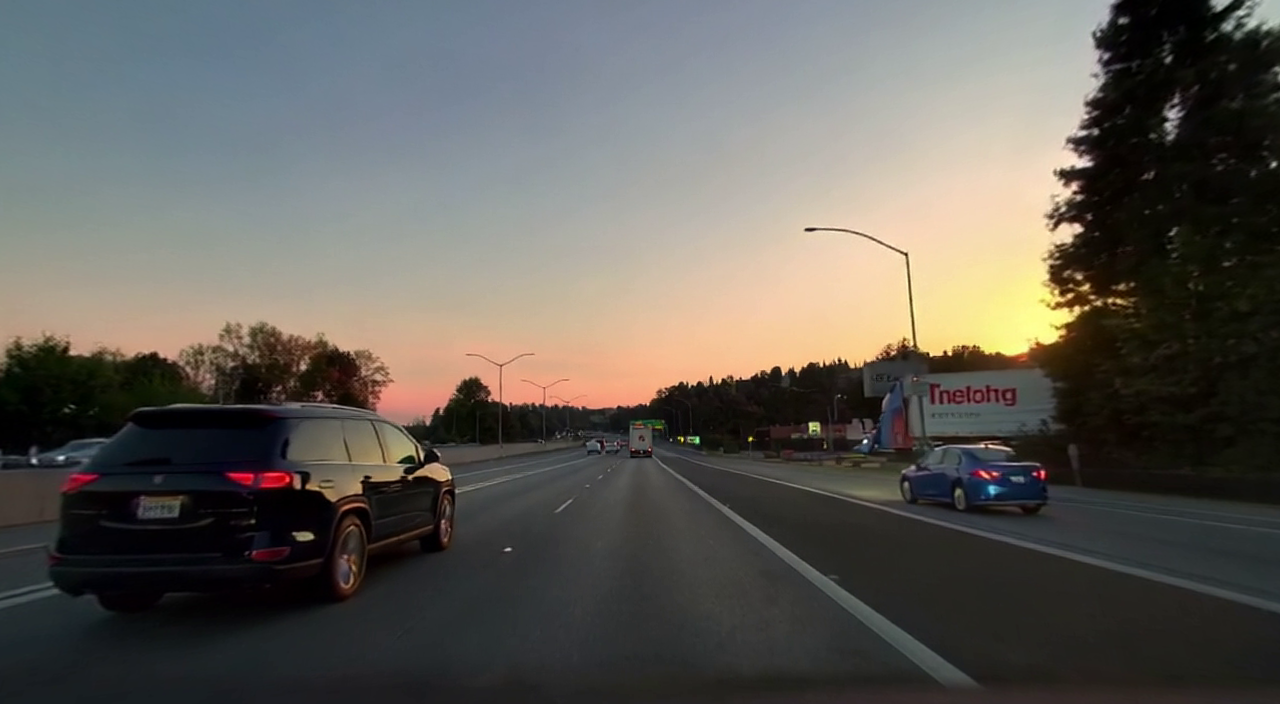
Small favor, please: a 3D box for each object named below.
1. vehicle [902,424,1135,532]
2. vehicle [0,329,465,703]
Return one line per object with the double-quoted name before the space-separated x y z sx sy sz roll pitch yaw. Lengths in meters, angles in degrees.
"vehicle" 6.856 2.301 12.040 1.958 1.681 4.109 0 -9 2
"vehicle" -3.253 1.164 5.190 2.178 1.826 4.933 0 -9 0
